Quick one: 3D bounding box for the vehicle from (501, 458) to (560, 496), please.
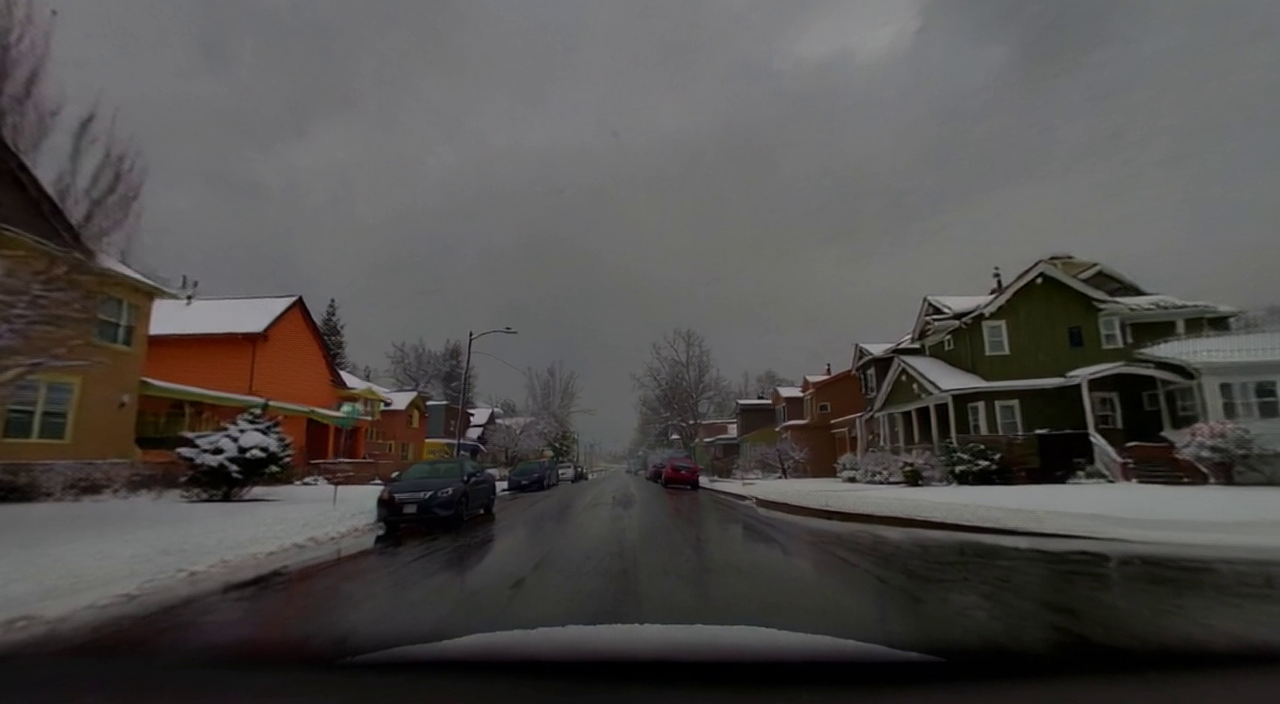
[{"bbox_3d":[-4.971,5.728,29.278,2.020,1.470,5.300,0,-9,-3],"label":"vehicle"}]

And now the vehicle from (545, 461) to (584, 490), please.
[{"bbox_3d":[-4.850,7.974,40.939,2.089,1.508,4.537,2,-7,-2],"label":"vehicle"}]

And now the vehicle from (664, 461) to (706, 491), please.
[{"bbox_3d":[2.502,7.026,35.845,1.888,1.484,4.476,0,-9,-2],"label":"vehicle"}]

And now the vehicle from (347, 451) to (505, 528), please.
[{"bbox_3d":[-4.665,3.086,14.633,2.080,1.471,4.638,1,-10,-1],"label":"vehicle"}]
